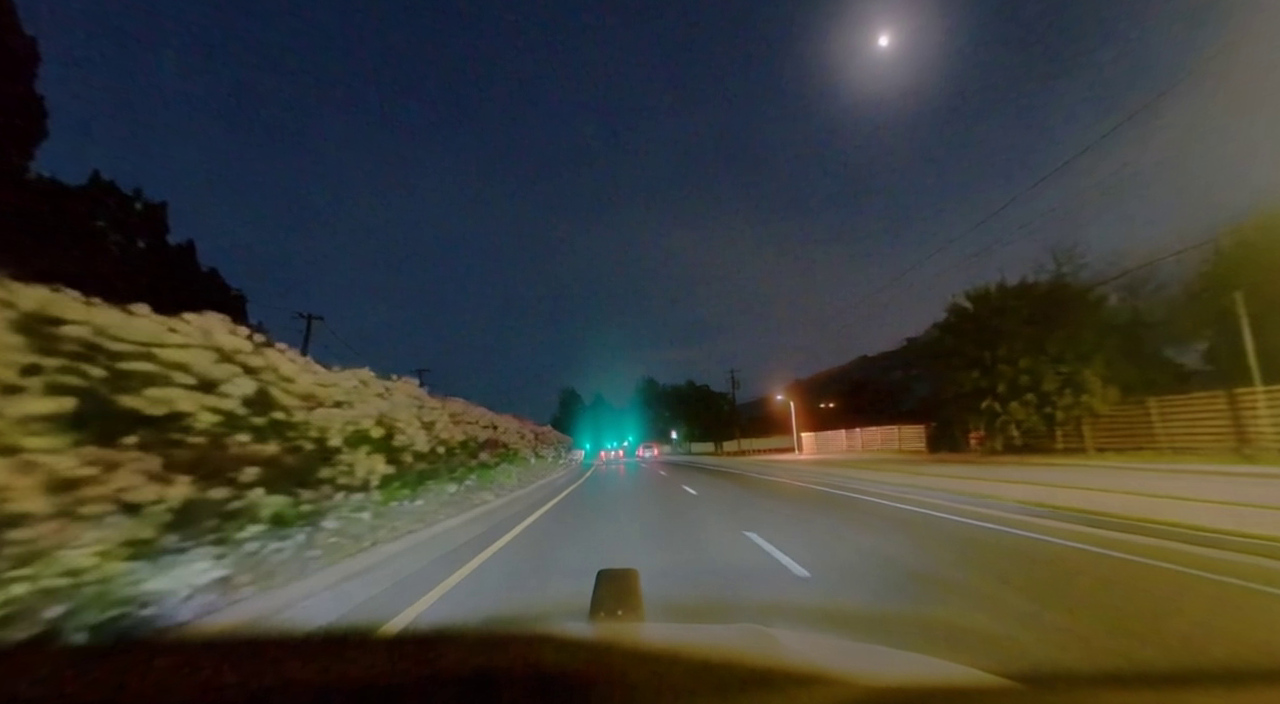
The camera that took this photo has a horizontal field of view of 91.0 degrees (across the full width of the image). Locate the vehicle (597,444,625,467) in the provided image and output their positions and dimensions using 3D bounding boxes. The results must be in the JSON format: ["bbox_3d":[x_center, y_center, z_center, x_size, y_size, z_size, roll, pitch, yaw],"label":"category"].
[{"bbox_3d":[-2.227,7.757,47.571,2.005,1.633,4.044,0,-8,-4],"label":"vehicle"}]
